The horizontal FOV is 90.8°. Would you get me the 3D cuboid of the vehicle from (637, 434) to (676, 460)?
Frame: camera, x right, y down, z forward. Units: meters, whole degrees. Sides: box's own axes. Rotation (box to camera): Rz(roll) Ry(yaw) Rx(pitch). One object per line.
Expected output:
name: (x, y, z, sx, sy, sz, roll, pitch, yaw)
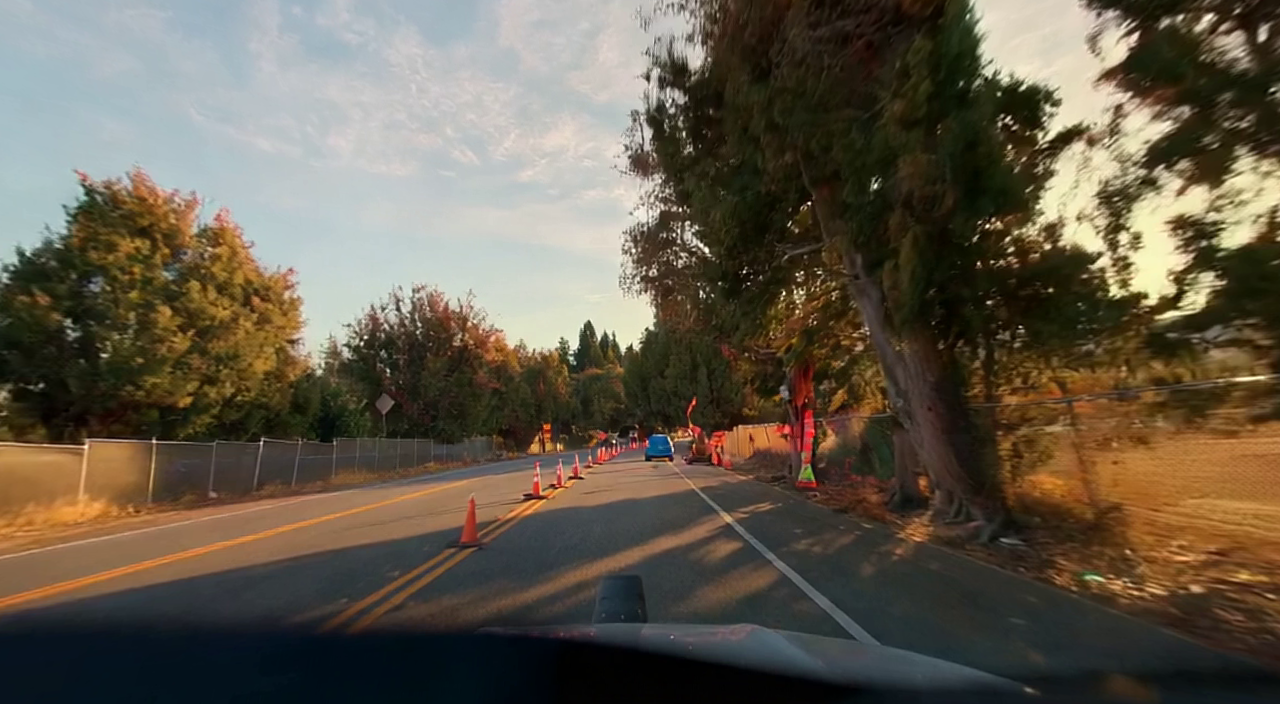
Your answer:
vehicle: (1.072, 5.874, 38.920, 2.172, 1.486, 3.581, -1, -9, 4)
